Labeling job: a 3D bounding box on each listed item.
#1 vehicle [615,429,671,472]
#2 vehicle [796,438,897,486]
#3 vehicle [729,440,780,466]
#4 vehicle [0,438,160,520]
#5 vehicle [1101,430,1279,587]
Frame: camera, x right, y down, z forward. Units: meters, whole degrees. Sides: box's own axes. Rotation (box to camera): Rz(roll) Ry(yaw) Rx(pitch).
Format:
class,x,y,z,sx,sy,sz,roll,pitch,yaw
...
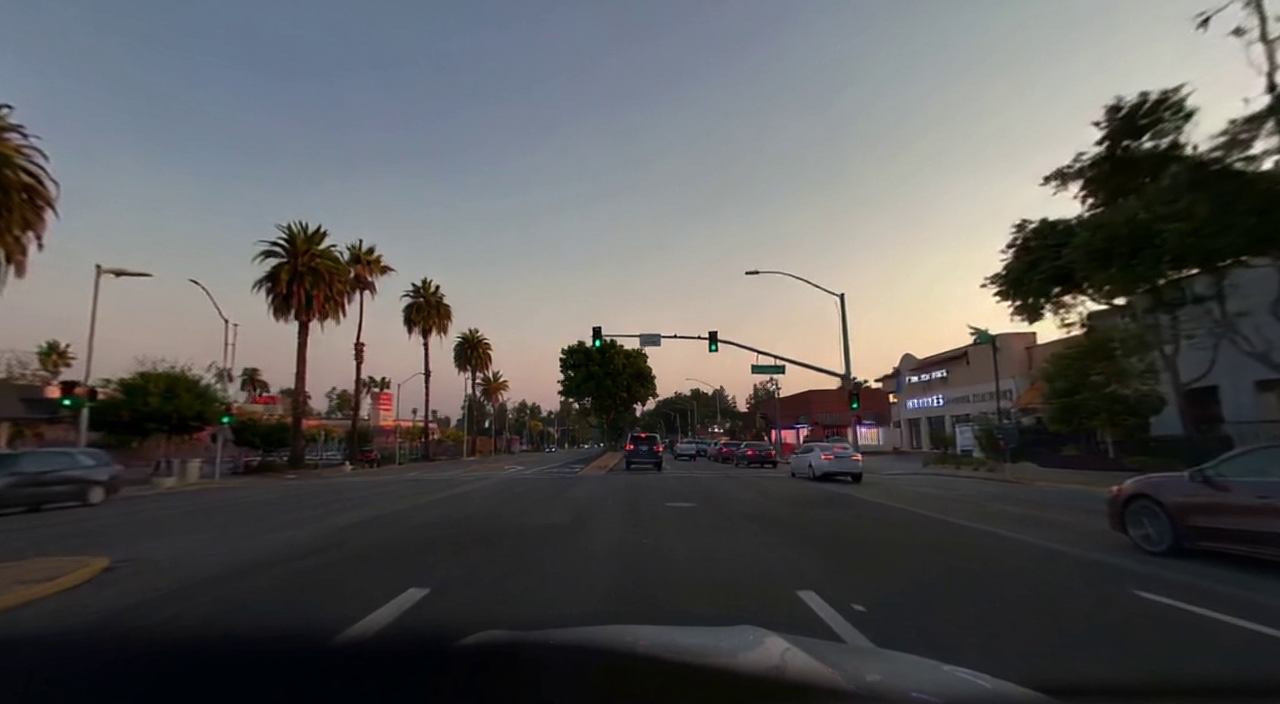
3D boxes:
class,x,y,z,sx,sy,sz,roll,pitch,yaw
vehicle,0.089,4.631,29.729,2.428,1.816,4.959,0,-9,-1
vehicle,6.890,3.726,21.627,1.902,1.461,4.428,0,-9,-1
vehicle,6.797,6.063,38.078,2.038,1.476,5.032,0,-9,-1
vehicle,-15.450,3.094,15.713,2.575,1.780,5.899,0,-9,-2
vehicle,7.141,1.450,5.755,2.076,1.483,4.963,0,-9,-1
